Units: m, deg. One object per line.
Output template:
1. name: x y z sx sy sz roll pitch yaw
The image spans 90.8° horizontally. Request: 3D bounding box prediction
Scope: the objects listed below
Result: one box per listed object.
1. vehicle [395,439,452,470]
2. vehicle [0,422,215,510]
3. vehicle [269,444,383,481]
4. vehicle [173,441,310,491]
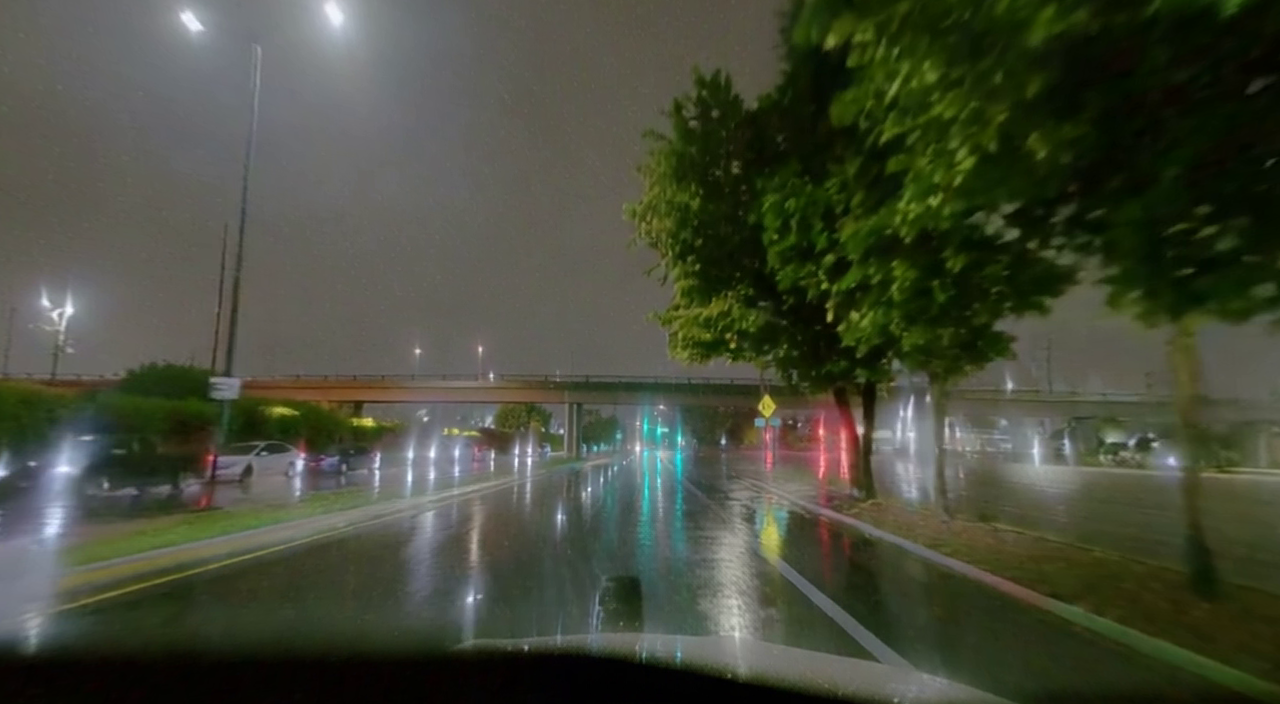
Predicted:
1. vehicle: -13.372 6.360 39.337 1.903 1.703 4.346 2 -9 1
2. vehicle: -14.360 2.993 16.860 2.074 1.910 5.314 2 -10 2
3. vehicle: -13.885 4.890 28.389 2.155 1.477 5.369 -1 -8 3
4. vehicle: -13.989 4.027 22.521 1.908 1.559 4.301 0 -9 2
